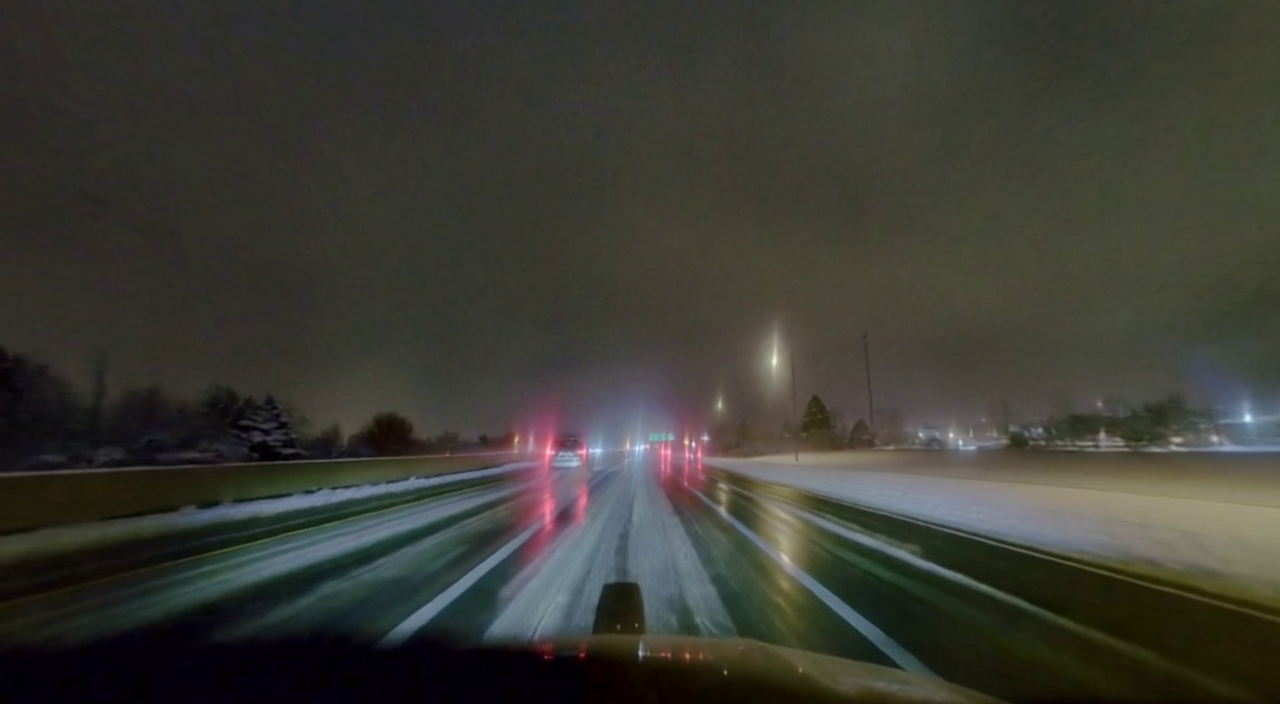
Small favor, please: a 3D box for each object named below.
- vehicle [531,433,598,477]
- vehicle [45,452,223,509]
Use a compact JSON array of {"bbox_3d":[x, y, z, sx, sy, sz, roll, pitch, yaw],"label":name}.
[{"bbox_3d":[-3.605,5.107,31.449,2.431,1.928,5.760,0,-9,2],"label":"vehicle"},{"bbox_3d":[-15.592,3.929,19.798,1.879,1.526,4.404,0,-9,1],"label":"vehicle"}]
